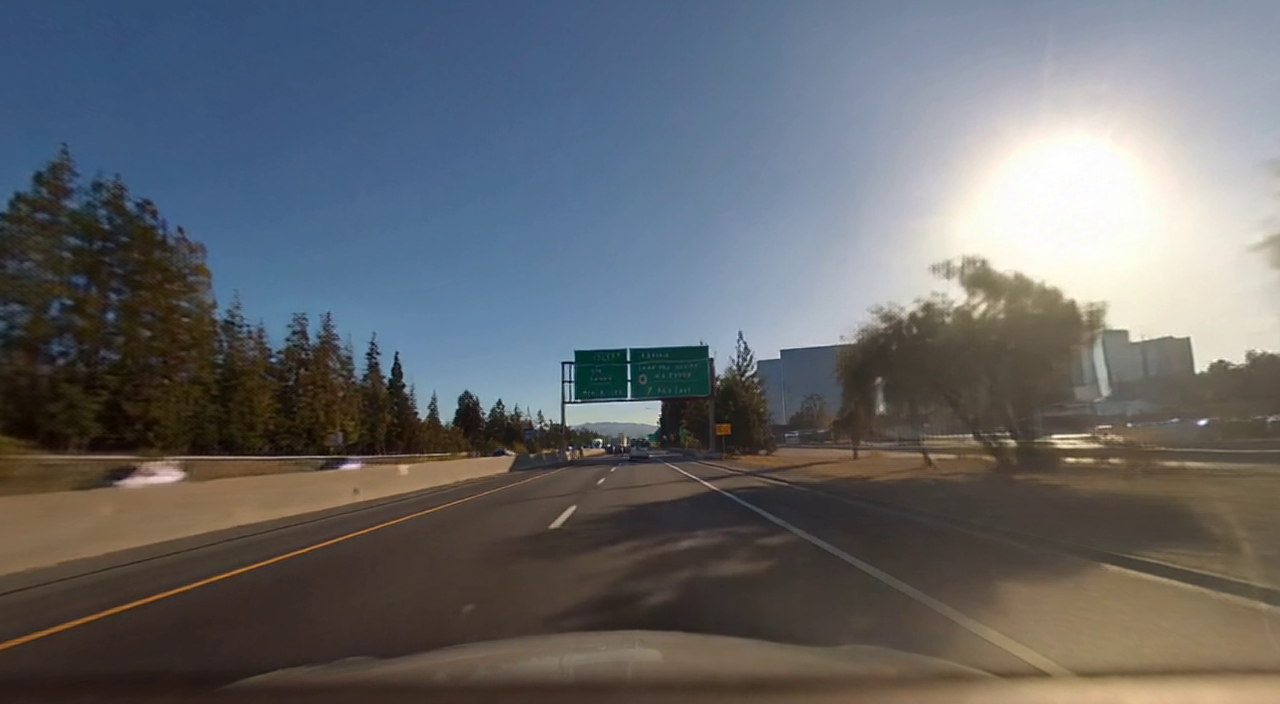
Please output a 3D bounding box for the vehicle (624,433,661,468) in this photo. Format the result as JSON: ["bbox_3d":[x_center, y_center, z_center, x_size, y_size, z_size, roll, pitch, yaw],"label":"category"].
[{"bbox_3d":[0.206,6.432,40.972,2.268,2.122,4.595,-1,-9,1],"label":"vehicle"}]

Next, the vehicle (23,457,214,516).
[{"bbox_3d":[-16.055,4.106,19.731,1.909,1.525,4.800,0,-9,-1],"label":"vehicle"}]
